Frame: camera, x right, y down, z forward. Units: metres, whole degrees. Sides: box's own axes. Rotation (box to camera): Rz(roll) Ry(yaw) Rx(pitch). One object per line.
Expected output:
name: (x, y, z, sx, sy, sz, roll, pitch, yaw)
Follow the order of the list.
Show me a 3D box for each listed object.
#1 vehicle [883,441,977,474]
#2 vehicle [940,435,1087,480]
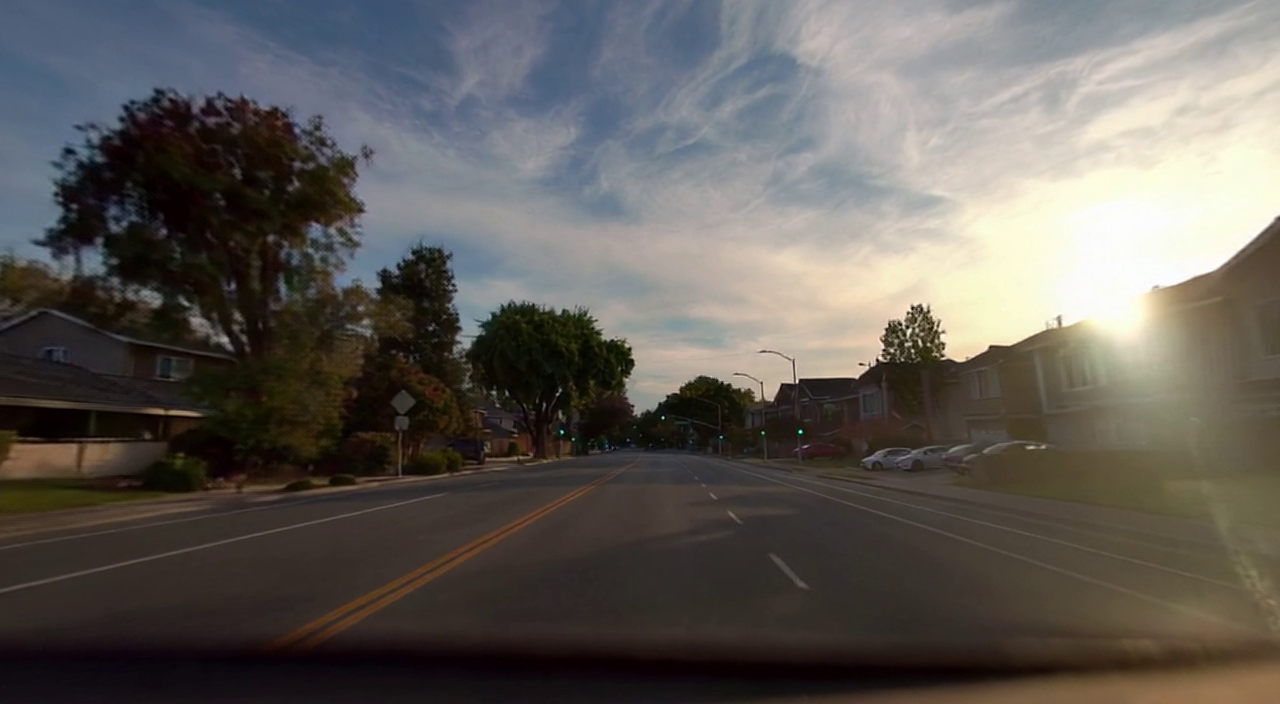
vehicle: (16.212, 5.899, 35.430, 4.234, 1.491, 1.940, -4, -7, 2)
vehicle: (15.716, 4.469, 26.817, 4.854, 1.803, 2.179, 0, -9, -3)
